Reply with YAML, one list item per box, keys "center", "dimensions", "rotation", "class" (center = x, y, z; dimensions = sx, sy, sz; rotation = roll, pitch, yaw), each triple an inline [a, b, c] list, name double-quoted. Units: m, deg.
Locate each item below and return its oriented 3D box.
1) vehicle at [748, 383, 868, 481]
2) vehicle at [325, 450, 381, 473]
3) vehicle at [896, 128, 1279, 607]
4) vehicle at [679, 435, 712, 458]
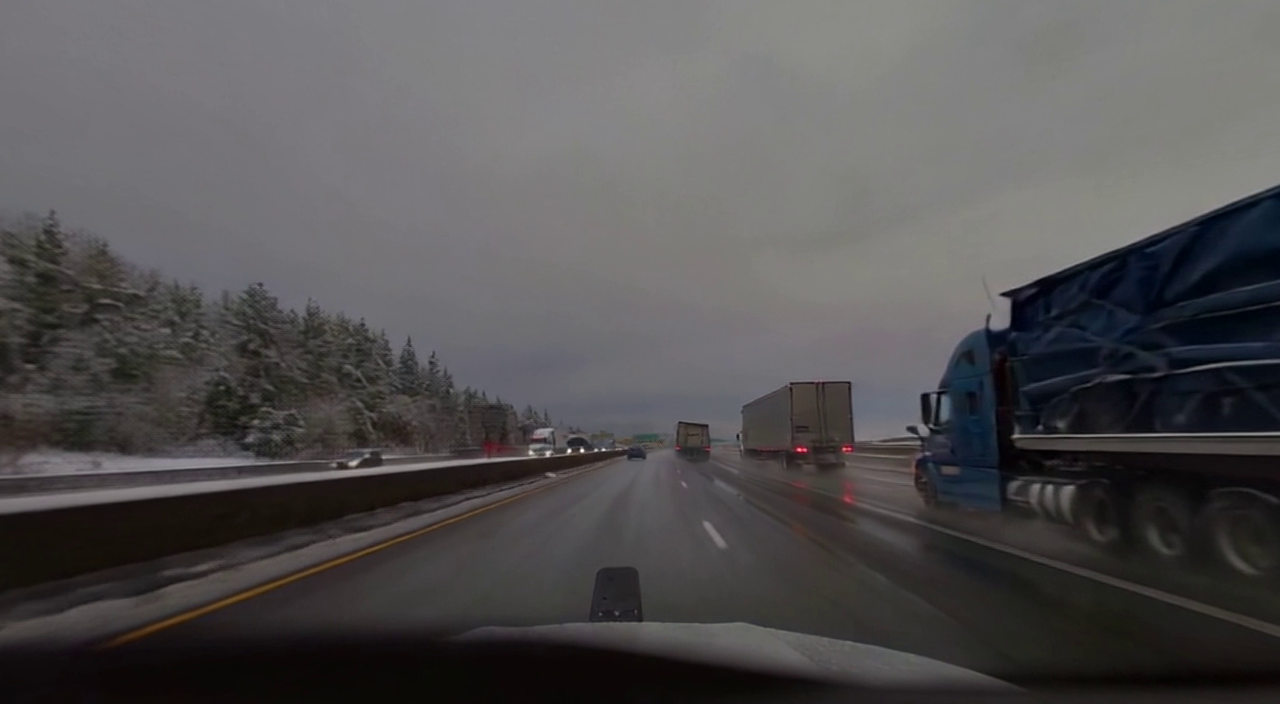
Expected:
- center: [8.164, 4.221, 33.081]
  dimensions: [2.843, 4.053, 13.777]
  rotation: [0, -8, 2]
  class: "vehicle"
- center: [-20.787, 7.952, 45.772]
  dimensions: [1.820, 1.470, 4.427]
  rotation: [-1, -8, 2]
  class: "vehicle"
- center: [6.714, 0.483, 7.833]
  dimensions: [2.920, 3.860, 10.035]
  rotation: [0, -8, 1]
  class: "vehicle"
- center: [4.097, 7.081, 47.298]
  dimensions: [2.120, 1.651, 4.639]
  rotation: [0, -8, 1]
  class: "vehicle"
